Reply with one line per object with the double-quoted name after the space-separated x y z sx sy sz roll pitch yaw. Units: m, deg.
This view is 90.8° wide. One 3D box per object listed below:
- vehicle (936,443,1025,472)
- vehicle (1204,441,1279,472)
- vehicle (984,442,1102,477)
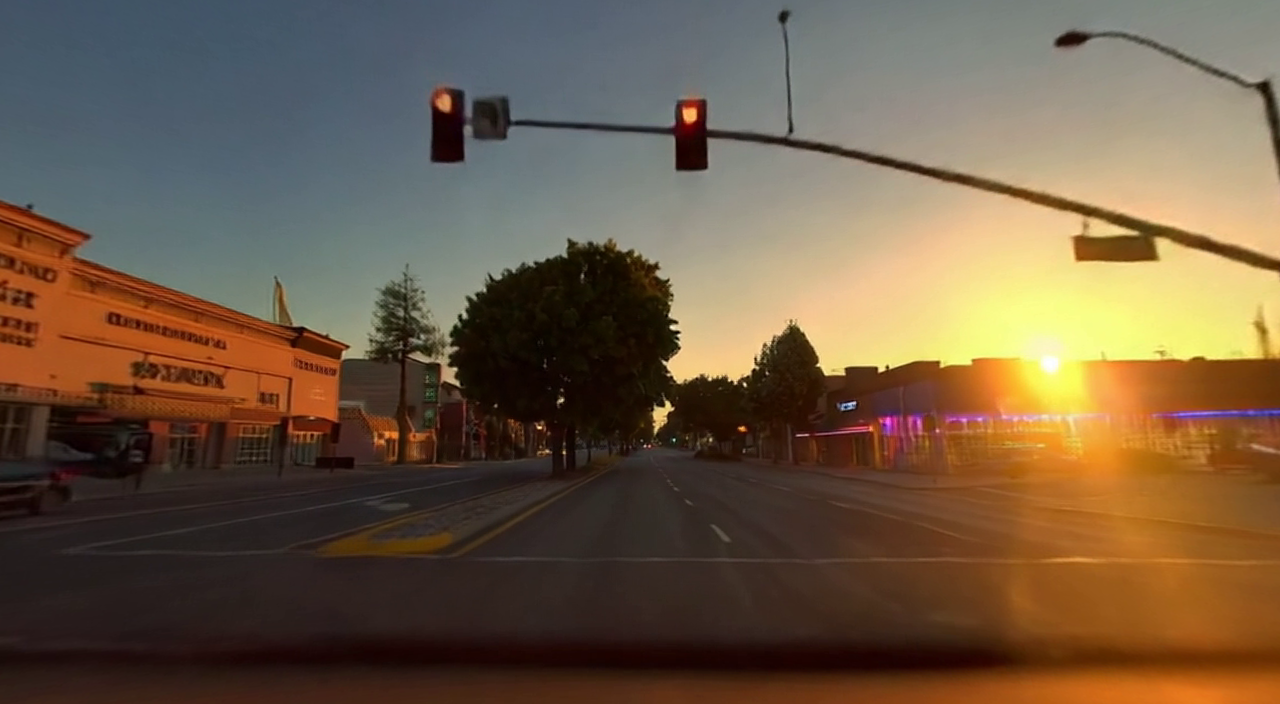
21.222 6.594 39.469 4.376 1.575 1.981 -1 -9 -7 "vehicle"
33.519 5.575 33.764 4.757 1.578 2.059 0 -9 -2 "vehicle"
19.871 5.321 31.308 4.468 1.635 2.017 0 -9 -2 "vehicle"
